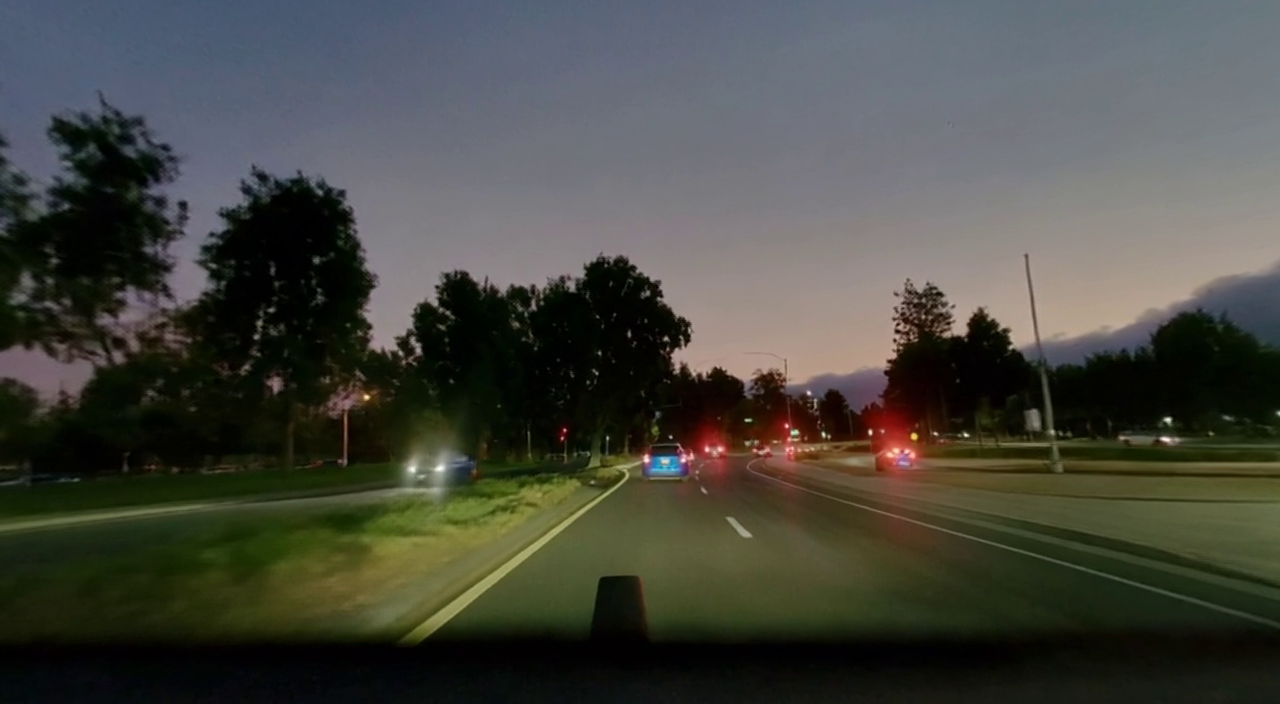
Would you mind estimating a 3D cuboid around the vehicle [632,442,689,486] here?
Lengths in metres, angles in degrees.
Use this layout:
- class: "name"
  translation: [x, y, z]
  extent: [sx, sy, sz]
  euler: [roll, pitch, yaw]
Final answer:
- class: "vehicle"
  translation: [0.846, 4.257, 24.216]
  extent: [2.010, 1.535, 3.735]
  euler: [-1, -8, 3]
